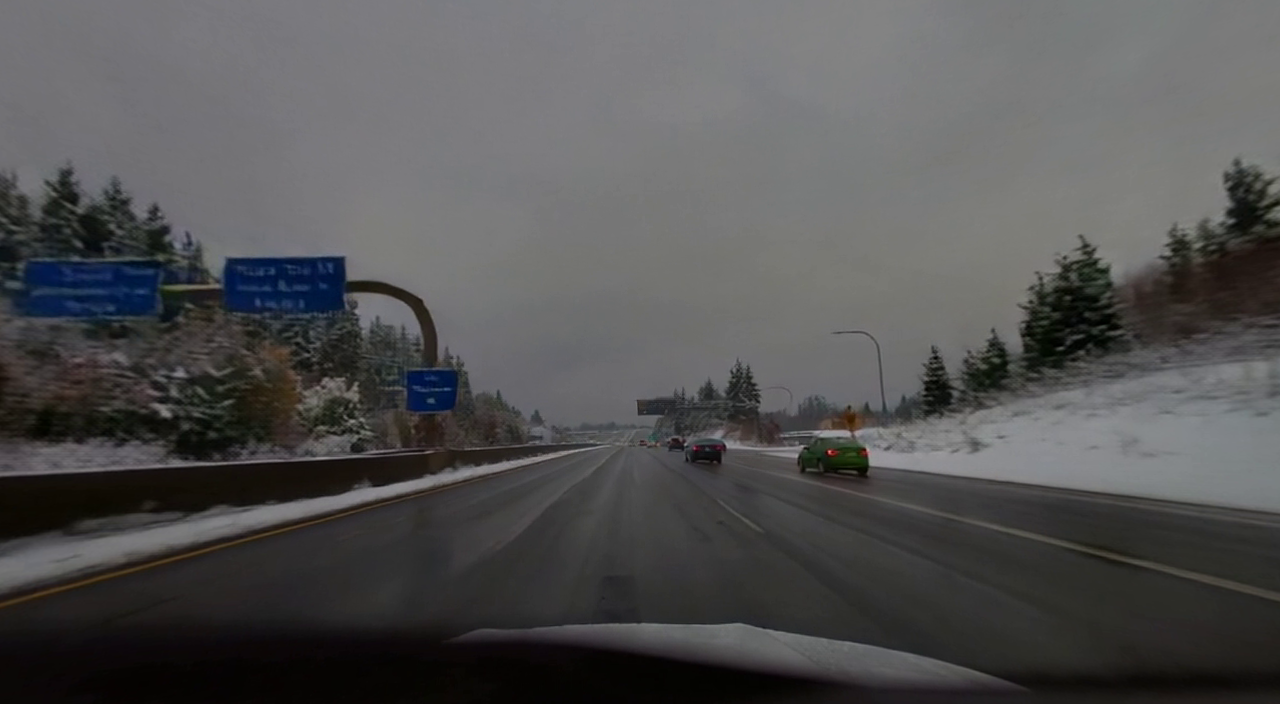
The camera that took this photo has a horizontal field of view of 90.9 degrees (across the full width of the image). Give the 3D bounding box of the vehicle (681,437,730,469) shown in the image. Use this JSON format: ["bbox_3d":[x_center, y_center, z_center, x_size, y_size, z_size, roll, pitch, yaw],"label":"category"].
[{"bbox_3d":[3.123,4.882,30.769,1.819,1.468,3.770,0,-8,-2],"label":"vehicle"}]

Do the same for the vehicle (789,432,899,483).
[{"bbox_3d":[6.792,3.528,21.640,2.003,1.522,4.940,0,-8,-1],"label":"vehicle"}]

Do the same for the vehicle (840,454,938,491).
[{"bbox_3d":[6.900,3.357,17.746,1.535,0.862,2.814,0,-8,-2],"label":"vehicle"}]
